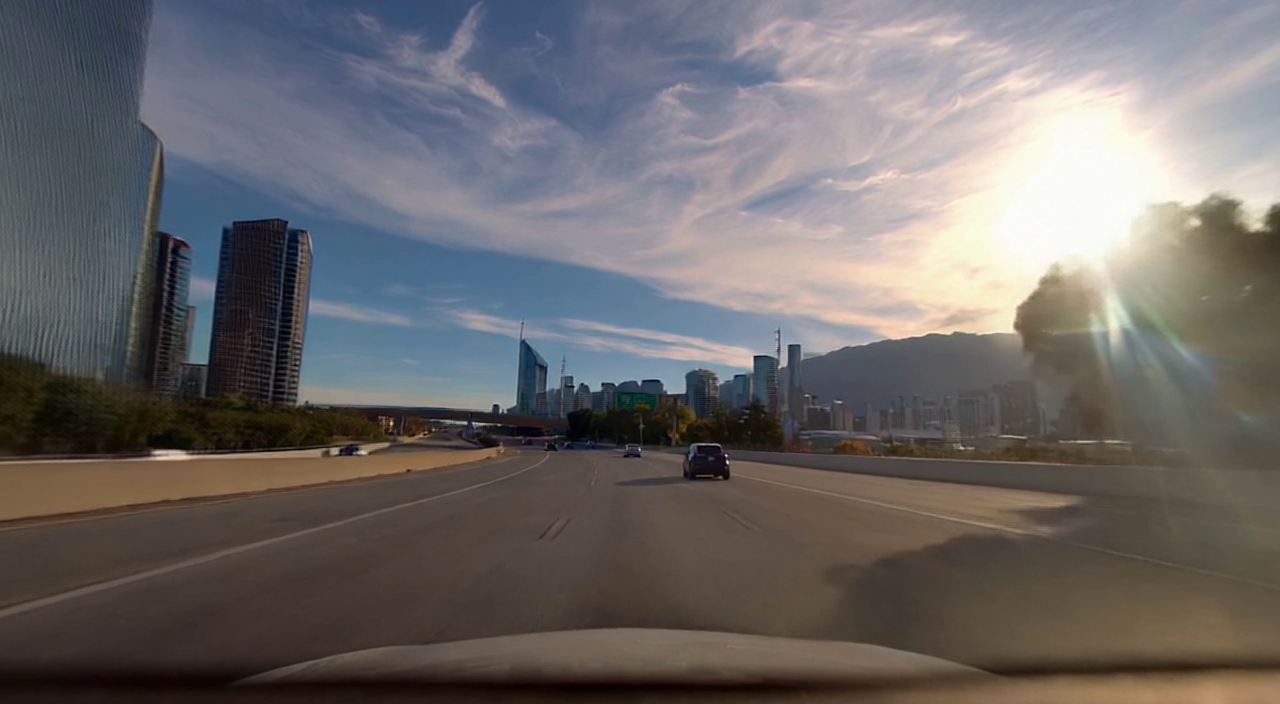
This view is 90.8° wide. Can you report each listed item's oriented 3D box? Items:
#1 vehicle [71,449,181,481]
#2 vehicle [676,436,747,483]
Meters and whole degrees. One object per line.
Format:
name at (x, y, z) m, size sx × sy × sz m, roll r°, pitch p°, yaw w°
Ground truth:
vehicle at (-25.797, 5.659, 31.978) m, size 1.886 × 1.430 × 4.564 m, roll 0°, pitch -9°, yaw -3°
vehicle at (2.852, 4.439, 26.383) m, size 2.110 × 1.780 × 4.682 m, roll 0°, pitch -9°, yaw -4°
